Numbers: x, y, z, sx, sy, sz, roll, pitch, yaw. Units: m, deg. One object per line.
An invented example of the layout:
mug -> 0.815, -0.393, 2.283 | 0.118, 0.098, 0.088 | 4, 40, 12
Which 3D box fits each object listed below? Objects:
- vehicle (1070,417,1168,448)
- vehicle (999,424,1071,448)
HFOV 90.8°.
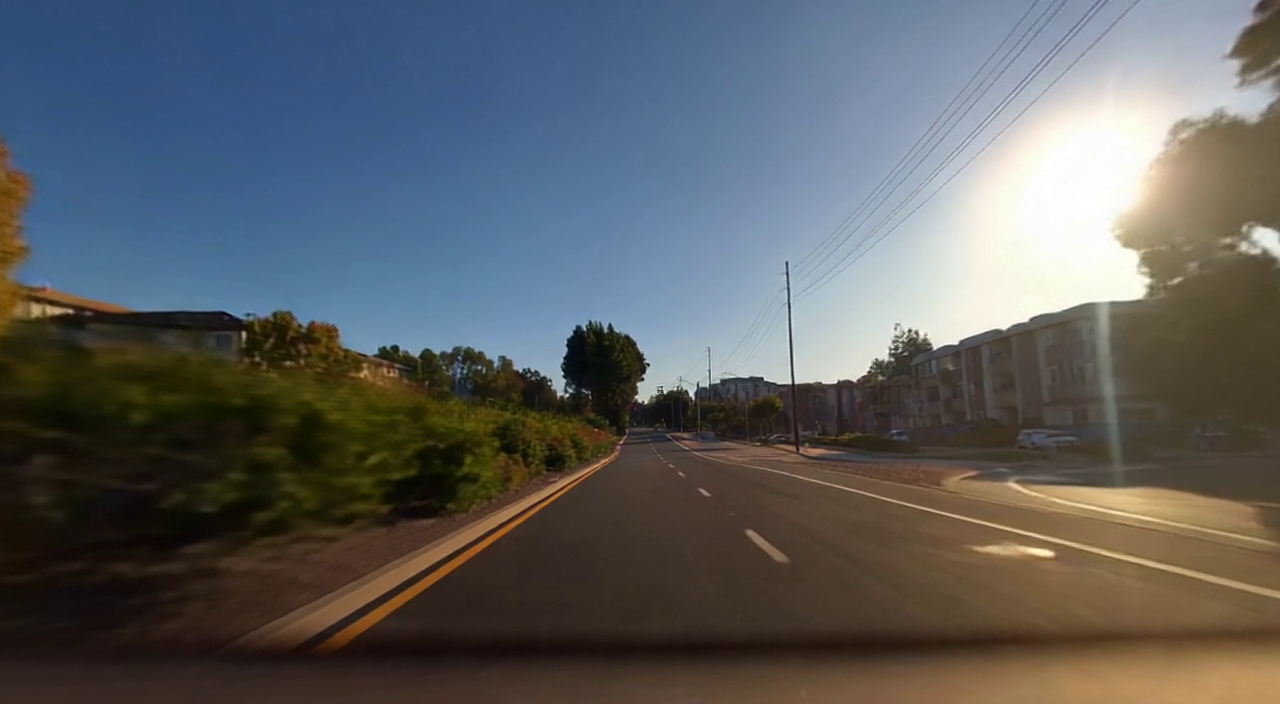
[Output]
vehicle -> 33.298, 5.694, 44.190 | 2.264, 2.032, 5.539 | 0, -8, -2
vehicle -> 28.488, 6.119, 45.780 | 1.868, 1.599, 4.741 | 1, -8, -4
